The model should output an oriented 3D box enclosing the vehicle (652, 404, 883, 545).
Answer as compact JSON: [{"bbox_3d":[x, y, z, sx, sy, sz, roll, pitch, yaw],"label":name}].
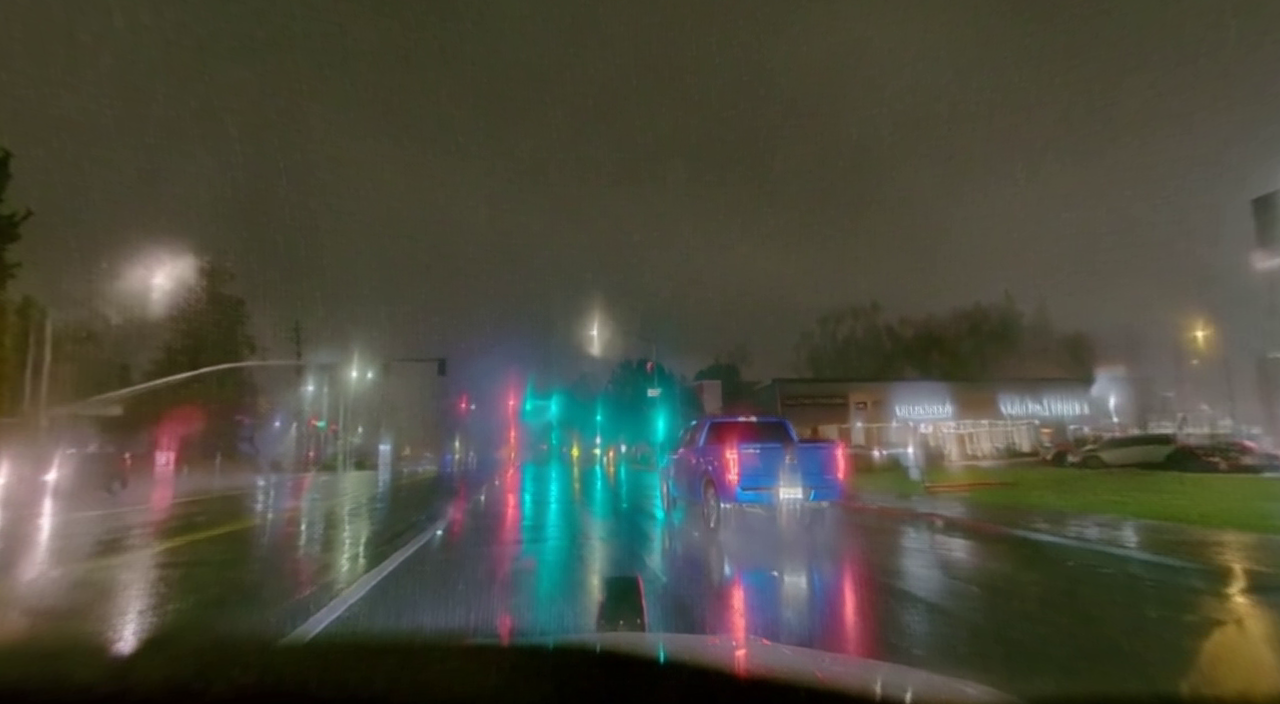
[{"bbox_3d":[1.863,2.114,11.713,2.402,1.922,5.677,1,-8,-8],"label":"vehicle"}]

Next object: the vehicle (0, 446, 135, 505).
[{"bbox_3d":[-19.695,4.052,21.286,2.037,1.725,4.632,1,-8,-10],"label":"vehicle"}]
